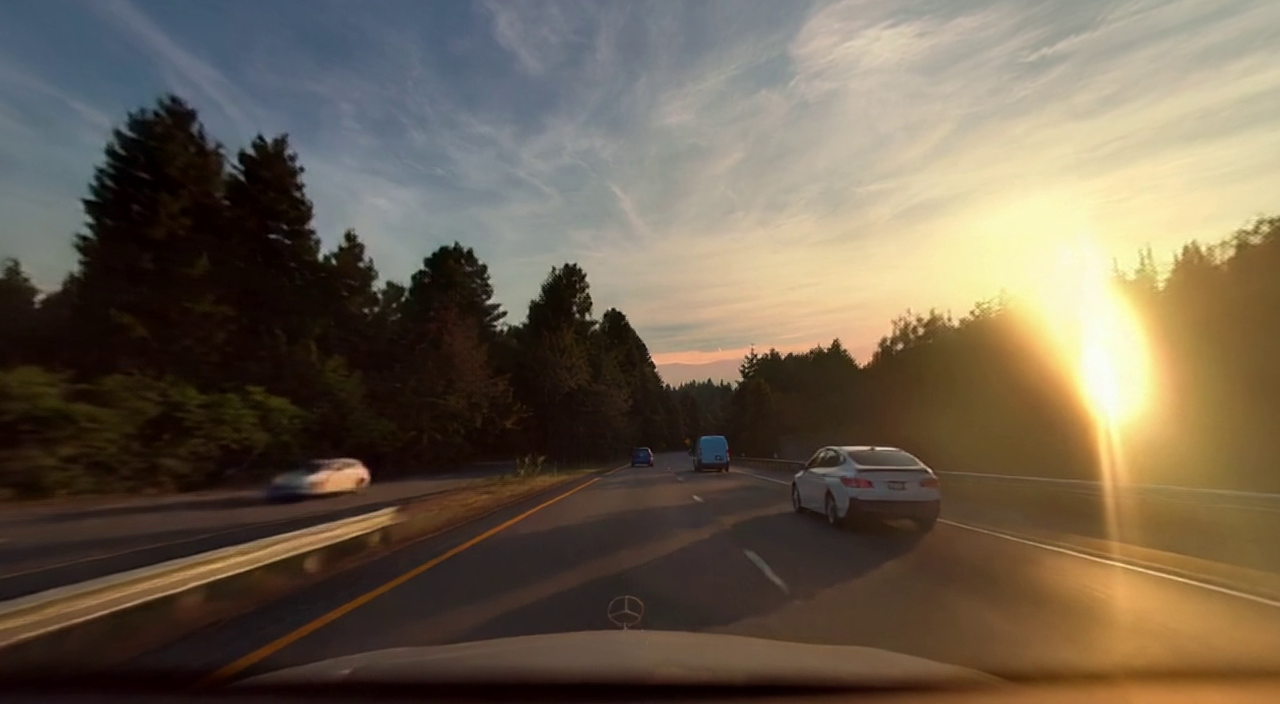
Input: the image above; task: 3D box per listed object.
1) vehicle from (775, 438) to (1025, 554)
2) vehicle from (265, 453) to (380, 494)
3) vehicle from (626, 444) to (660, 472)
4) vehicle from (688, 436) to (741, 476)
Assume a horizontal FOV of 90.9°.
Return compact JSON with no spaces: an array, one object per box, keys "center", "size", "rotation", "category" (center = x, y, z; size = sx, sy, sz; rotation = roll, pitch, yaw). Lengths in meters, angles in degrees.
[{"center":[3.793,2.193,10.404],"size":[2.043,1.431,4.922],"rotation":[0,-9,0],"category":"vehicle"},{"center":[-12.425,4.755,25.069],"size":[2.071,1.427,4.697],"rotation":[-1,-9,1],"category":"vehicle"},{"center":[0.210,6.893,41.102],"size":[2.087,1.707,4.316],"rotation":[-1,-9,1],"category":"vehicle"},{"center":[4.154,5.916,35.963],"size":[2.371,2.045,4.768],"rotation":[0,-9,0],"category":"vehicle"}]
